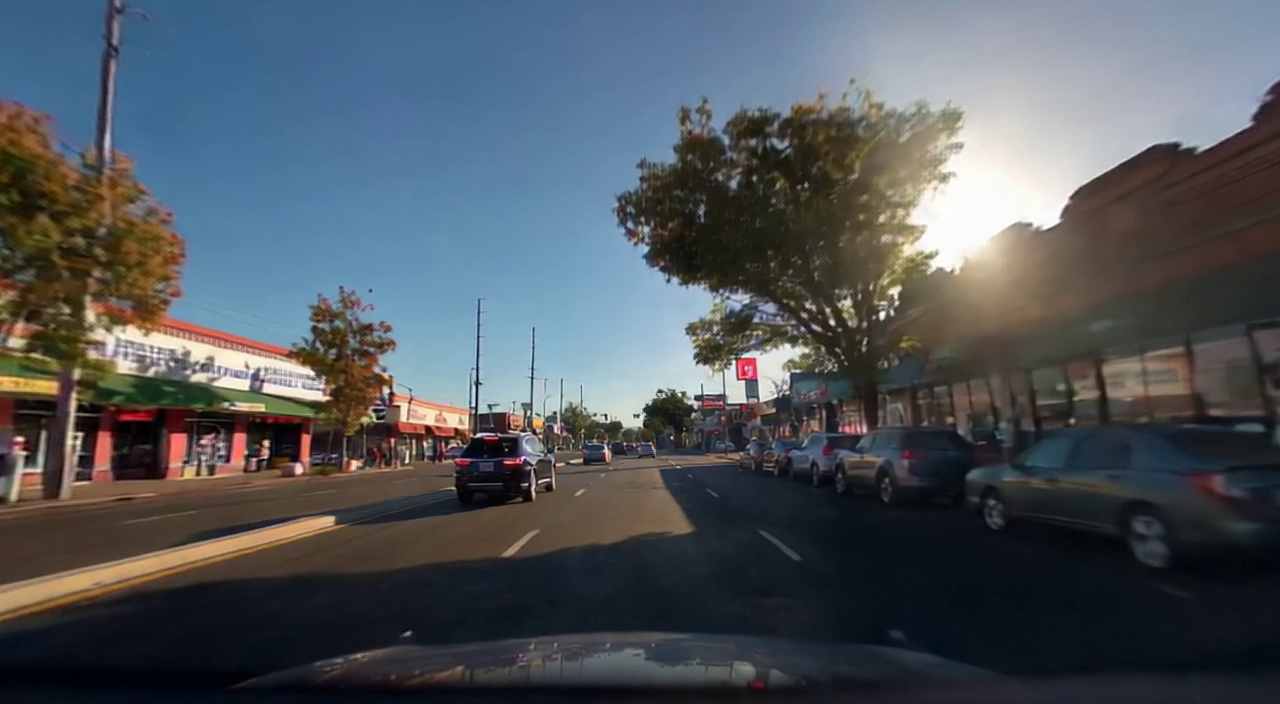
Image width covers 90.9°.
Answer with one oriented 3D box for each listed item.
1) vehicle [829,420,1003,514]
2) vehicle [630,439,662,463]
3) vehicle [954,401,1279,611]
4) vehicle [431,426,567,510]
[{"bbox_3d":[6.397,2.720,15.395,2.128,1.900,4.724,0,-9,0],"label":"vehicle"},{"bbox_3d":[0.381,6.662,42.575,2.037,1.484,4.073,0,-9,0],"label":"vehicle"},{"bbox_3d":[6.462,1.722,8.094,2.203,1.797,5.165,0,-9,0],"label":"vehicle"},{"bbox_3d":[-3.058,2.632,14.755,2.049,1.646,4.445,0,-9,1],"label":"vehicle"}]
